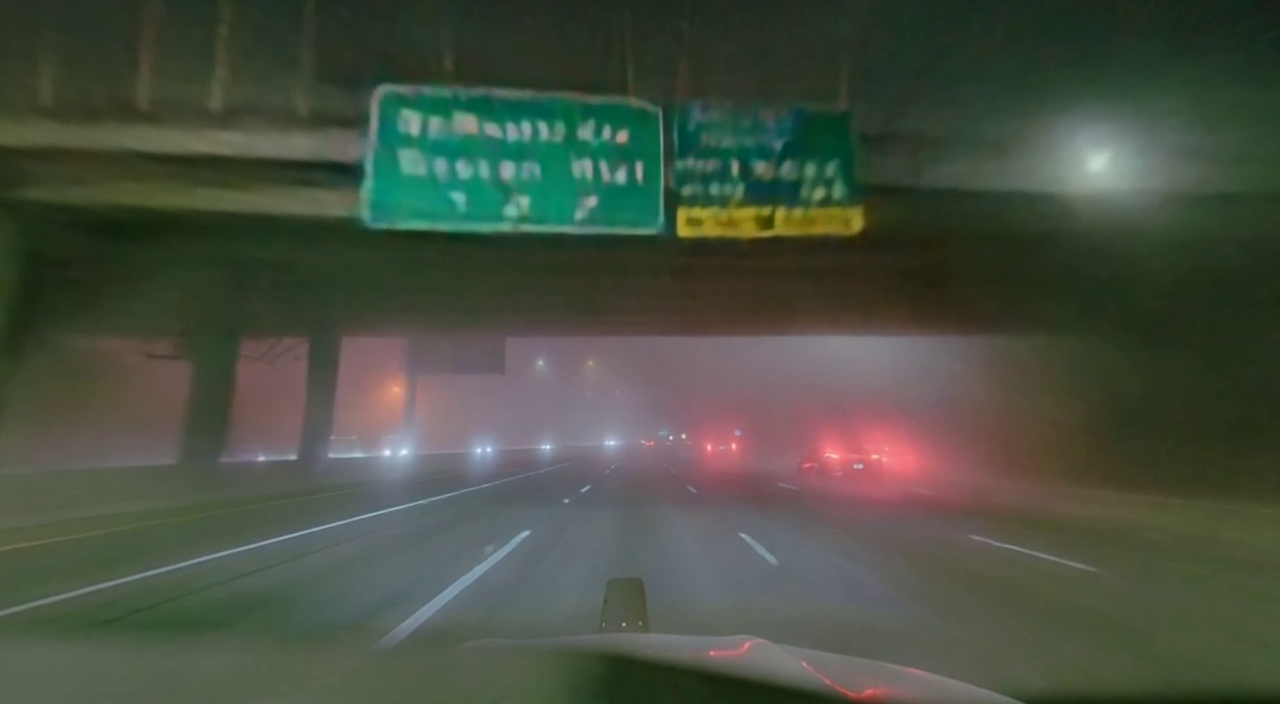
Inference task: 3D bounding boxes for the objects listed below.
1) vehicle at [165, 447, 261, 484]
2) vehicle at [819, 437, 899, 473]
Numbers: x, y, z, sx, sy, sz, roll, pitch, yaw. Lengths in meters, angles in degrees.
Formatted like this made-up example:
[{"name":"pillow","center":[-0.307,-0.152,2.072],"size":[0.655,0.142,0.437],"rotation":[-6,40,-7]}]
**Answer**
[{"name":"vehicle","center":[-27.481,7.273,40.900],"size":[2.326,2.112,5.658],"rotation":[-3,-9,0]},{"name":"vehicle","center":[10.021,4.740,29.306],"size":[2.000,1.514,4.585],"rotation":[0,-8,-1]}]
